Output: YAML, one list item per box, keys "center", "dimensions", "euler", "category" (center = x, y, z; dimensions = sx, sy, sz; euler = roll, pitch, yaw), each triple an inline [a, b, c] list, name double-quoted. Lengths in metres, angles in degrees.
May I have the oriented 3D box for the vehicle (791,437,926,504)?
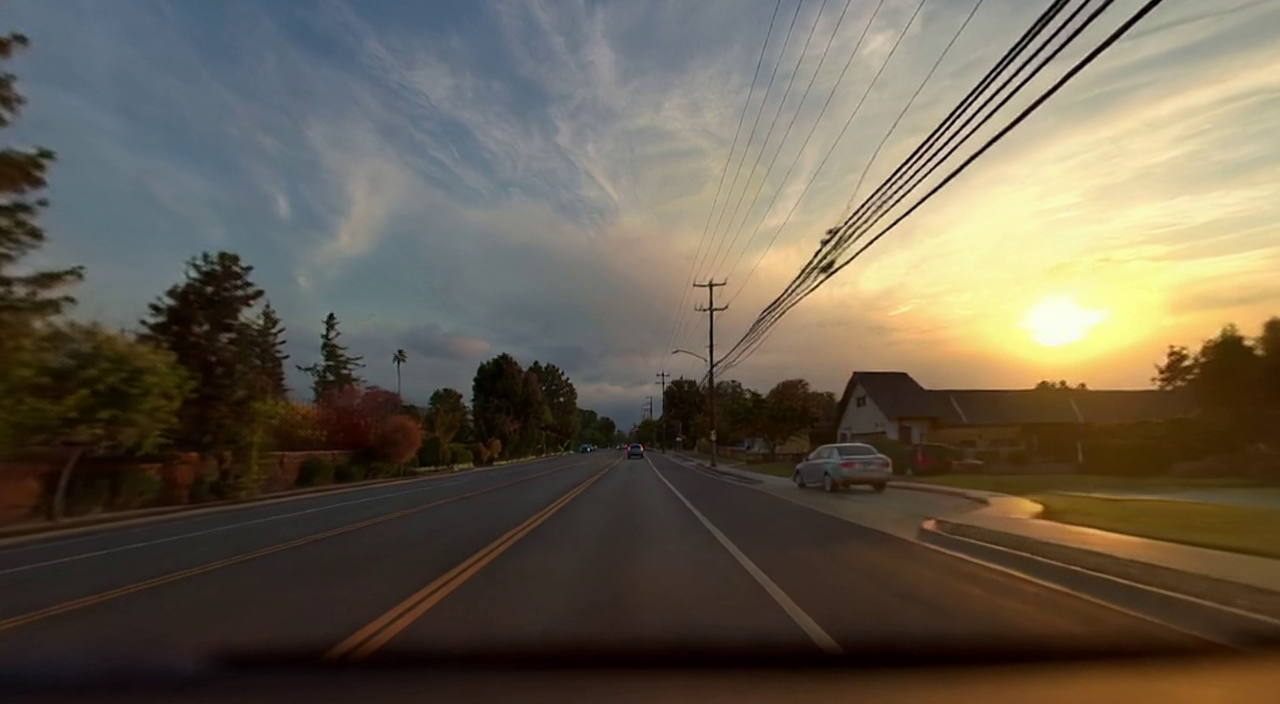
- center: [6.005, 3.292, 18.048]
  dimensions: [2.039, 1.637, 4.782]
  euler: [0, -8, -1]
  category: "vehicle"

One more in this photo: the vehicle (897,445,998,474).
- center: [15.104, 5.287, 31.069]
  dimensions: [4.034, 1.403, 1.821]
  euler: [0, -8, -2]
  category: "vehicle"
